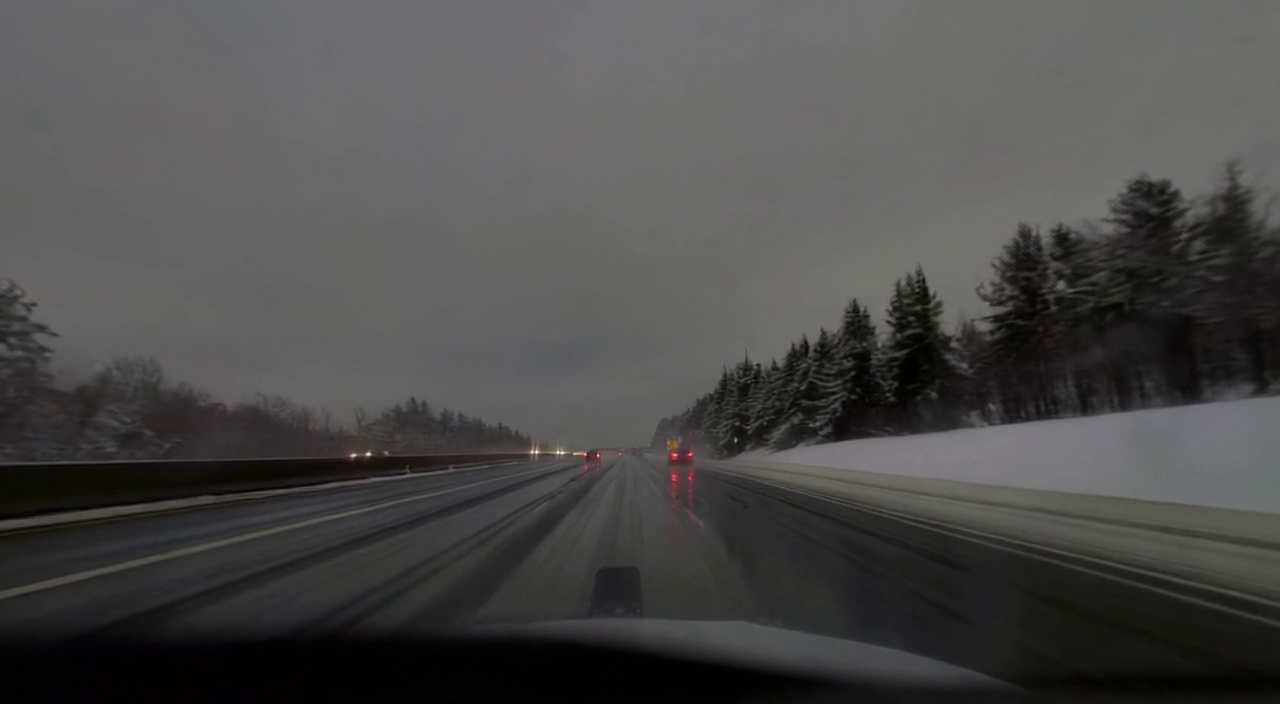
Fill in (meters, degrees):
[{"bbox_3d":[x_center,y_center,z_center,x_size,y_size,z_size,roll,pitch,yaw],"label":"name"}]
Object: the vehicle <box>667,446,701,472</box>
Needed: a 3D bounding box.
[{"bbox_3d":[2.842,6.948,40.920,1.895,1.555,4.030,0,-9,0],"label":"vehicle"}]
